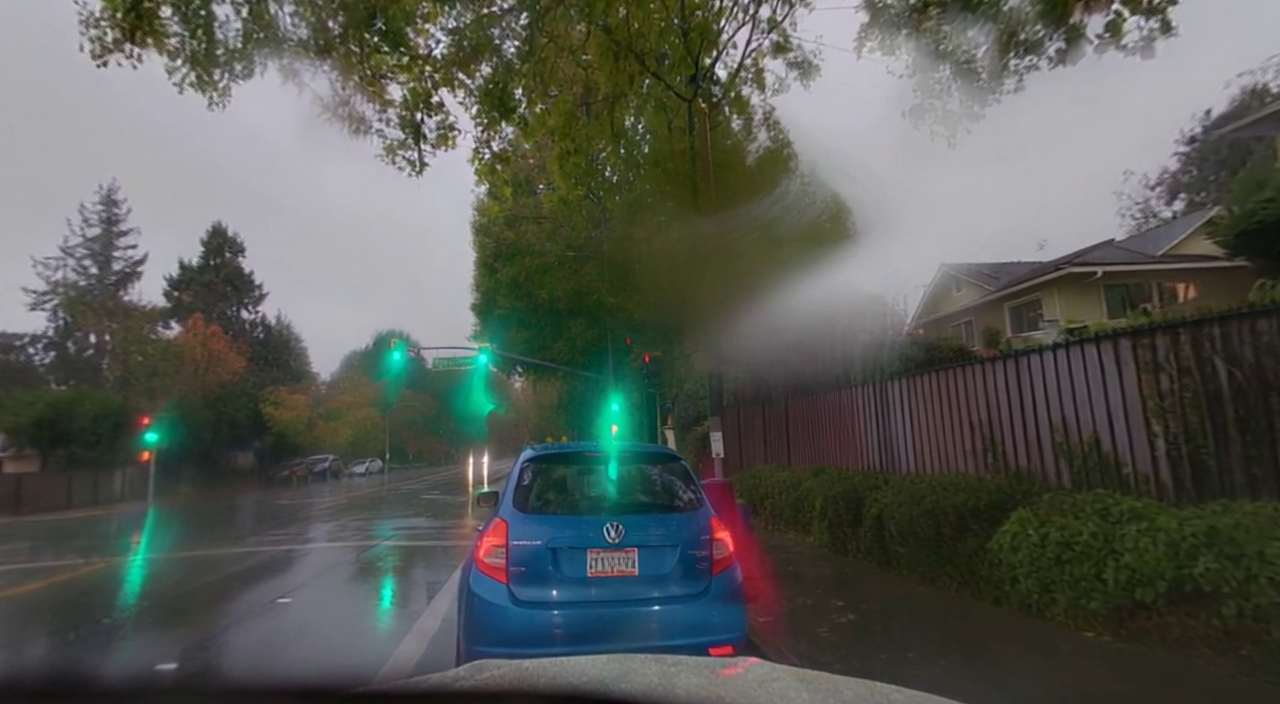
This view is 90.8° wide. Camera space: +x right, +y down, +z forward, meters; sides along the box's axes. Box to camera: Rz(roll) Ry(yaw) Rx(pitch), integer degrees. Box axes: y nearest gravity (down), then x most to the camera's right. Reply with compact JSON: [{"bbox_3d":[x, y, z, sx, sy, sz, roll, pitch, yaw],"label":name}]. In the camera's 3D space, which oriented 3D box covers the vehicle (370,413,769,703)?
[{"bbox_3d":[-0.588,1.349,5.134,2.024,1.502,3.702,1,-9,-8],"label":"vehicle"}]
